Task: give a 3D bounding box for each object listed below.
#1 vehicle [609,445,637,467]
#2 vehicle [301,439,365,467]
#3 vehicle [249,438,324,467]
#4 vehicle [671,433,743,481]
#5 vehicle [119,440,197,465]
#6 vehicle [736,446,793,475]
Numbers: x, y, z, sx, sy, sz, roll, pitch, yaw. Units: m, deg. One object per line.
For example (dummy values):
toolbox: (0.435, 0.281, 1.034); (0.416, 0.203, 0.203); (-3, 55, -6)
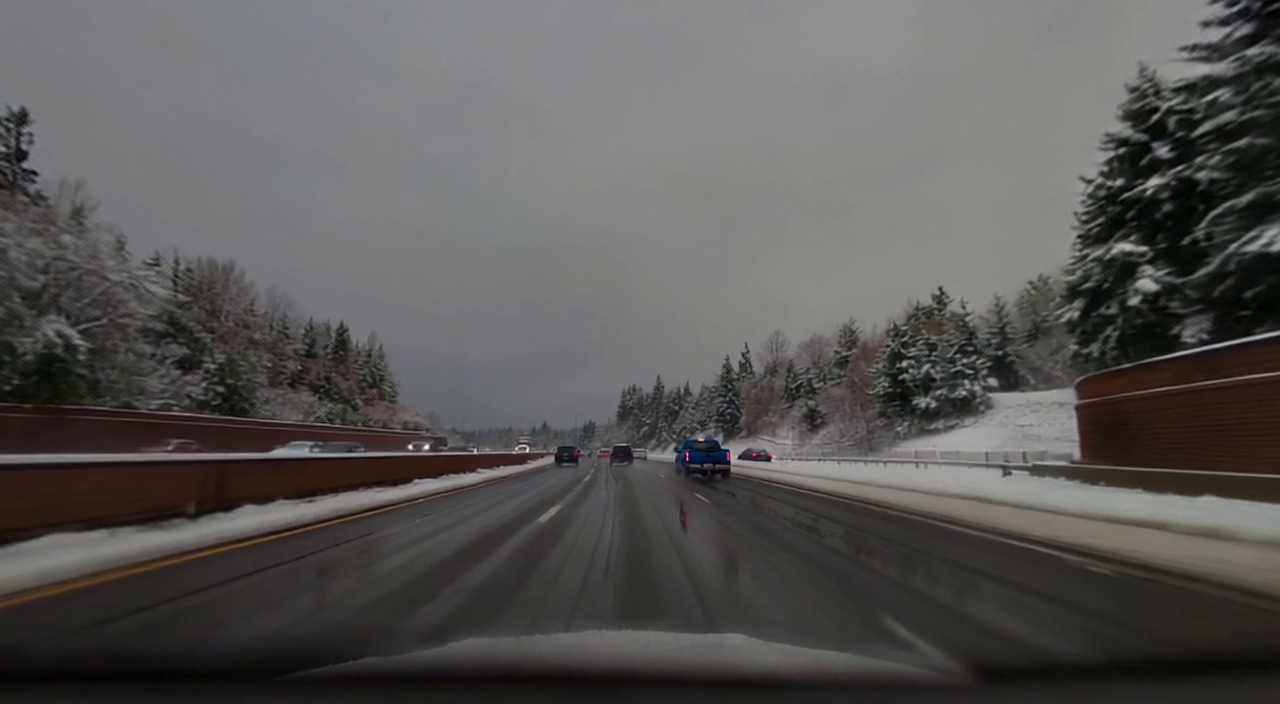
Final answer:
vehicle: (-1.338, 7.907, 48.071); (2.050, 1.607, 3.821); (0, -8, -3)
vehicle: (-19.187, 6.336, 39.664); (2.022, 1.644, 4.297); (0, -8, -3)
vehicle: (-22.309, 6.339, 40.050); (1.998, 1.723, 5.157); (0, -8, -3)
vehicle: (2.913, 4.758, 28.881); (2.374, 1.952, 5.431); (0, -8, -3)
vehicle: (-36.893, 7.682, 48.449); (2.274, 1.742, 4.621); (0, -8, 0)
vehicle: (6.873, 6.035, 35.407); (1.976, 1.485, 4.925); (0, -8, -3)
